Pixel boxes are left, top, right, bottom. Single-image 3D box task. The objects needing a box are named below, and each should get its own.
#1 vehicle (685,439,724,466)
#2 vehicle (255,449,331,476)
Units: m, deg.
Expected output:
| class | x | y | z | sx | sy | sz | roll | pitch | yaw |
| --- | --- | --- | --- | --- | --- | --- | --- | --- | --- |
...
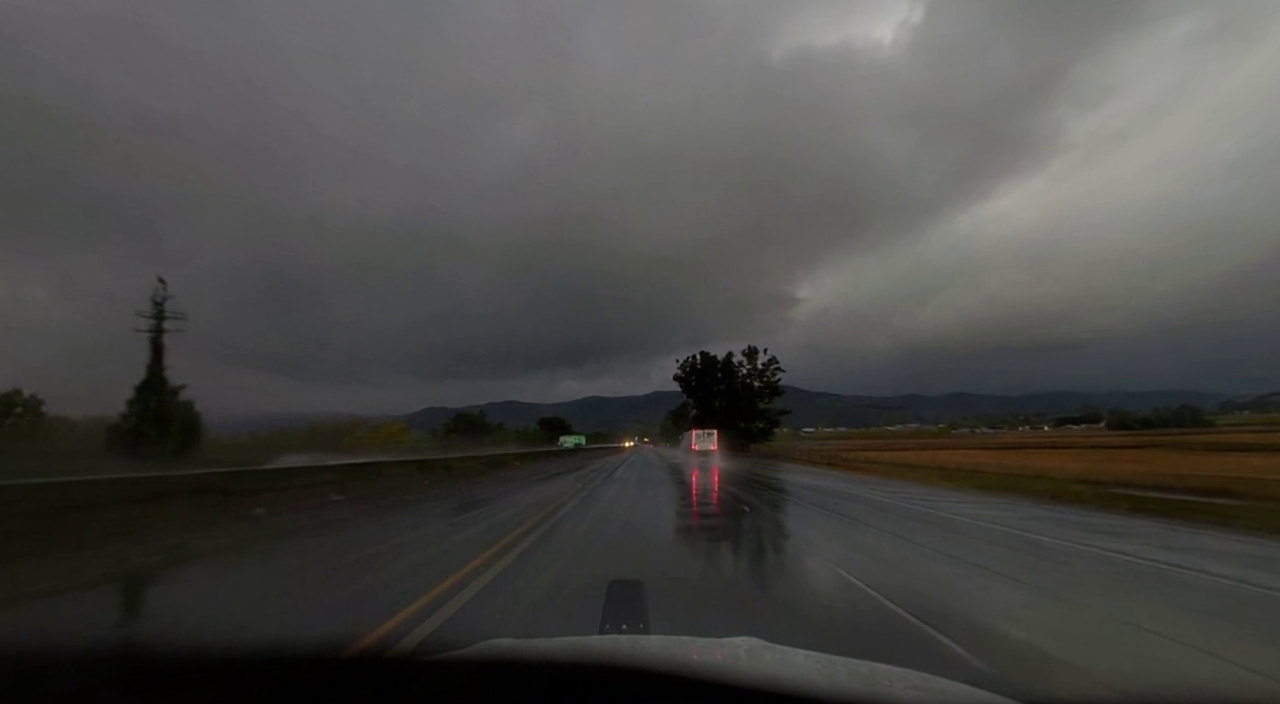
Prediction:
| class | x | y | z | sx | sy | sz | roll | pitch | yaw |
| --- | --- | --- | --- | --- | --- | --- | --- | --- | --- |
| vehicle | 4.174 | 6.590 | 41.412 | 2.157 | 1.640 | 4.056 | 0 | -8 | 0 |
| vehicle | -20.966 | 6.681 | 38.338 | 1.889 | 1.472 | 4.760 | 0 | -8 | 1 |
